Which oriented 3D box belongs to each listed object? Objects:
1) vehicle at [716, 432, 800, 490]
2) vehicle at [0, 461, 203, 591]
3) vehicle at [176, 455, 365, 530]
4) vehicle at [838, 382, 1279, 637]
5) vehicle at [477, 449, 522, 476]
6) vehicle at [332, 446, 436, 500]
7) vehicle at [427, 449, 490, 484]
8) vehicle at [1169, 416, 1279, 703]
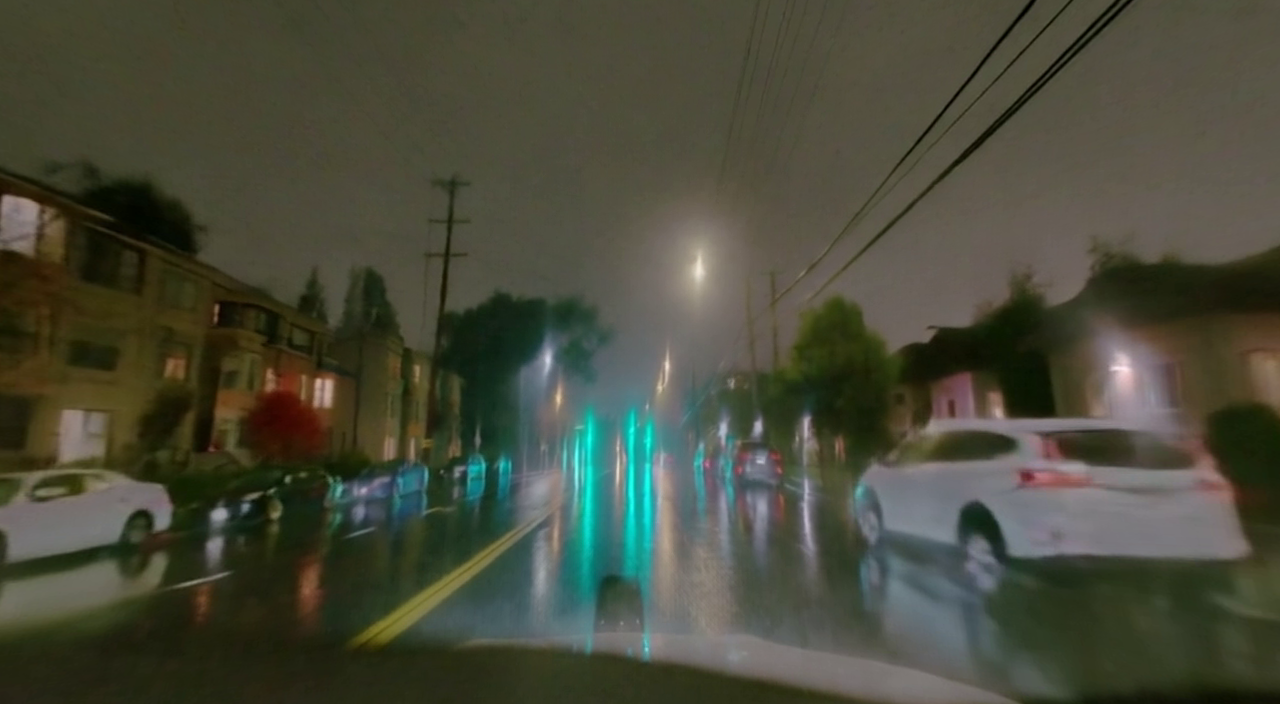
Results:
[{"bbox_3d":[3.895,3.687,21.701,2.155,1.747,4.311,0,-8,2],"label":"vehicle"},{"bbox_3d":[-9.125,2.427,9.253,2.208,1.508,4.590,0,-8,-1],"label":"vehicle"},{"bbox_3d":[-8.986,3.408,15.972,1.948,1.508,4.656,0,-8,1],"label":"vehicle"},{"bbox_3d":[3.971,1.450,6.860,2.040,1.801,4.569,0,-8,-1],"label":"vehicle"},{"bbox_3d":[-9.071,7.101,41.027,2.000,1.495,4.687,-3,-8,-2],"label":"vehicle"},{"bbox_3d":[-9.166,4.367,23.042,2.051,1.657,4.322,-3,-10,-1],"label":"vehicle"},{"bbox_3d":[-9.151,5.765,32.117,1.884,1.526,4.061,-5,-9,1],"label":"vehicle"},{"bbox_3d":[4.012,0.822,1.395,1.875,1.495,4.242,0,-8,-2],"label":"vehicle"}]
